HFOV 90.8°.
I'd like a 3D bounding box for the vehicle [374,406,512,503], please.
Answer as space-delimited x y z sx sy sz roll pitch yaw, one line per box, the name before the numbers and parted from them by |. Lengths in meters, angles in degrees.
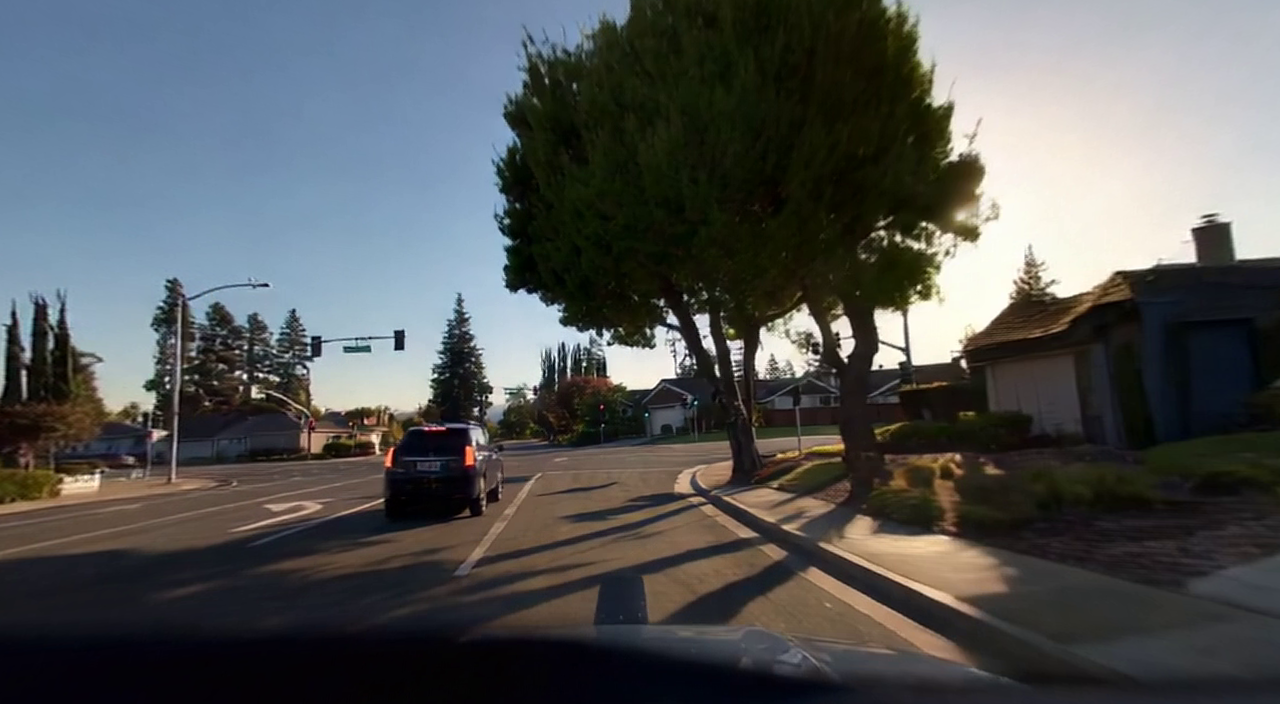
vehicle | -4.241 2.299 14.475 2.041 1.834 4.679 1 -8 -6
